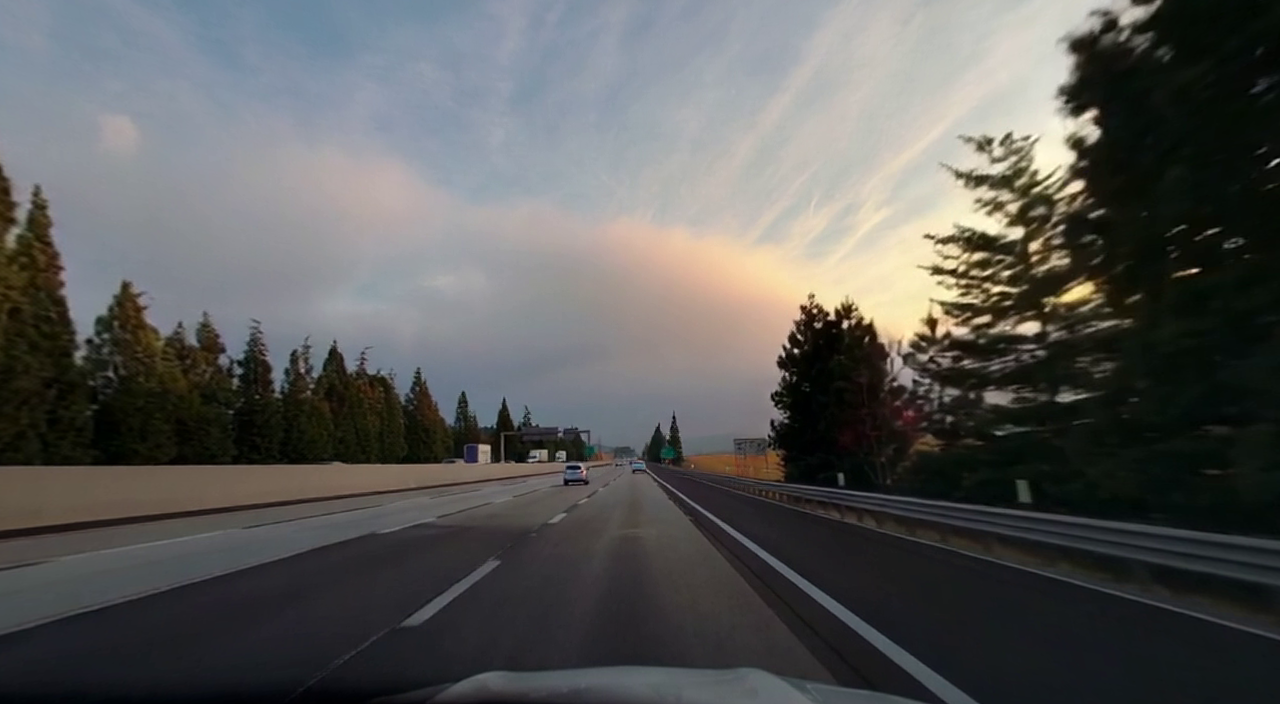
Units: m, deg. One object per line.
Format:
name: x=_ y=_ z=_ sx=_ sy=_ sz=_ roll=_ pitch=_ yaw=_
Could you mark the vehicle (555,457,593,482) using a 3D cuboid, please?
vehicle: x=-4.791 y=8.600 z=46.173 sx=2.175 sy=1.658 sz=4.582 roll=1 pitch=-10 yaw=1
